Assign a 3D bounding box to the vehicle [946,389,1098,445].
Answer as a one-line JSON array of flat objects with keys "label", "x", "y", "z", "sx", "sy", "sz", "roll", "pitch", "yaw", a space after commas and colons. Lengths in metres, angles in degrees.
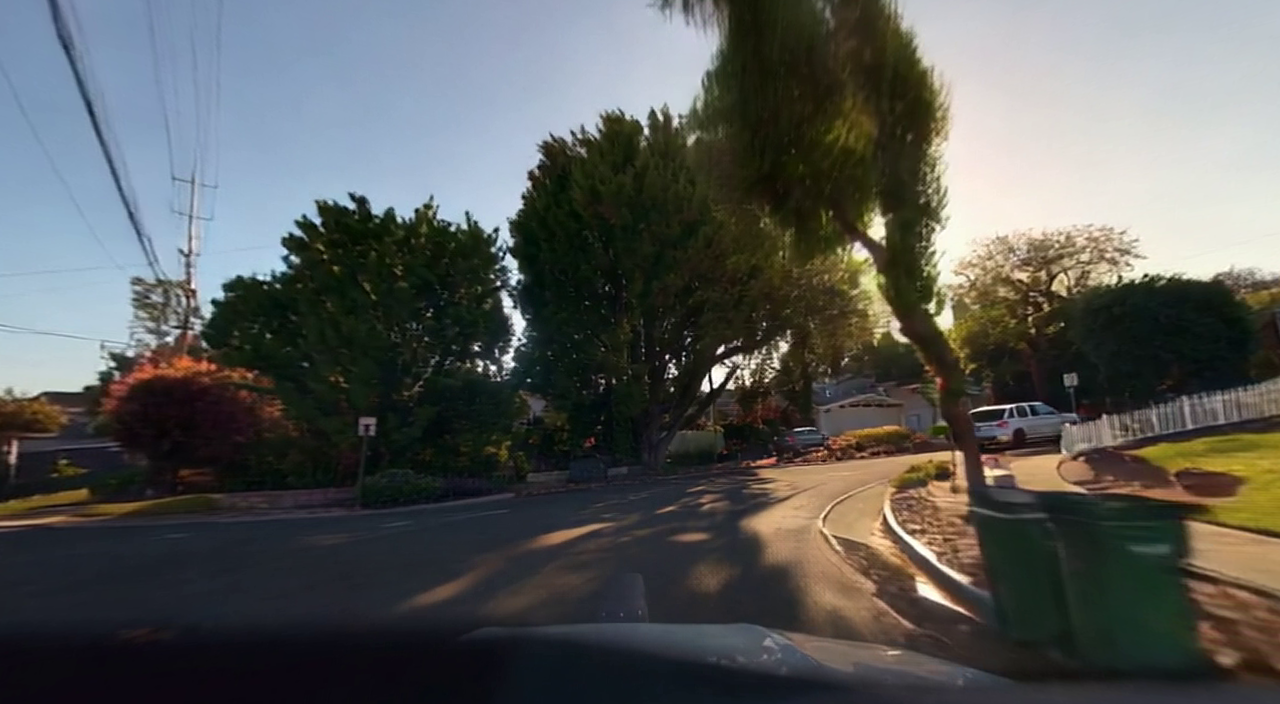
[{"label": "vehicle", "x": 16.053, "y": 2.856, "z": 26.774, "sx": 5.011, "sy": 2.014, "sz": 2.056, "roll": -9, "pitch": -13, "yaw": 42}]
